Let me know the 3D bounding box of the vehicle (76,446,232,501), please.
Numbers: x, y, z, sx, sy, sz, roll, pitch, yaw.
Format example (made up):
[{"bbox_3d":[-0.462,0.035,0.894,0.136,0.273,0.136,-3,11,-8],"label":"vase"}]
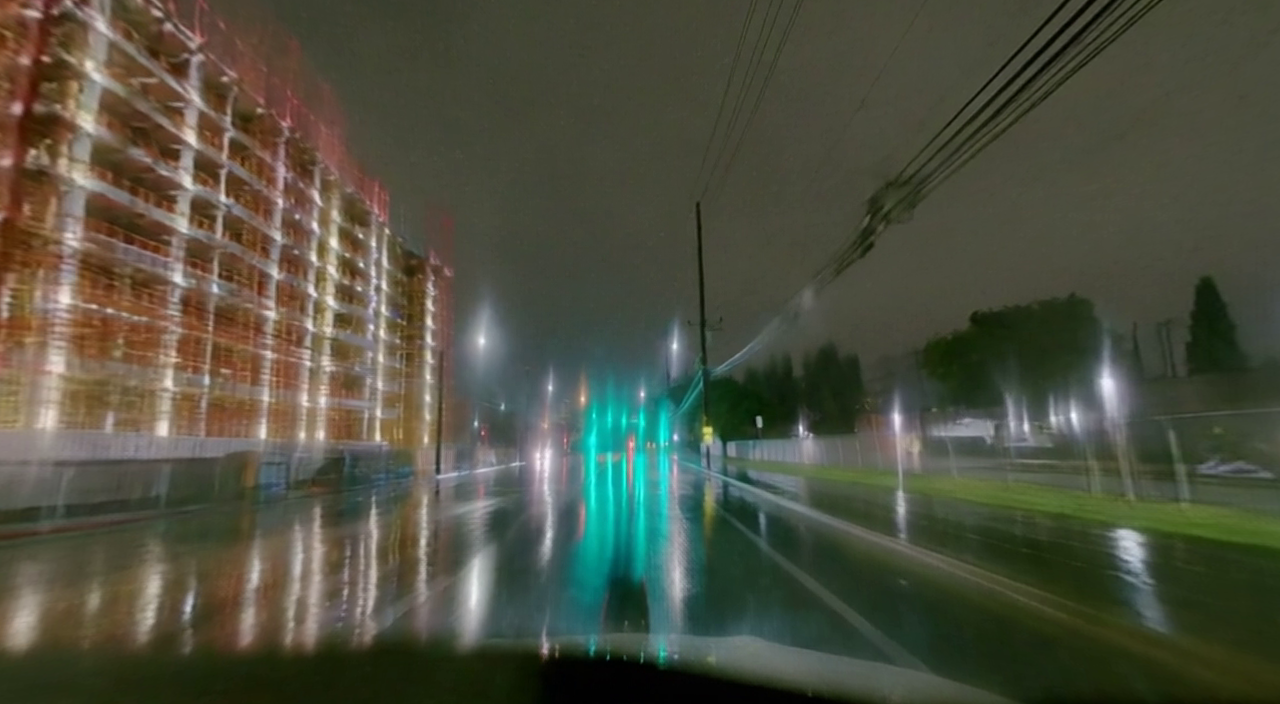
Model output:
[{"bbox_3d":[-20.363,5.092,26.581,4.712,1.927,2.237,-3,-10,0],"label":"vehicle"}]

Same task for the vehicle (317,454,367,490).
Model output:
[{"bbox_3d":[-15.709,6.239,33.078,2.002,1.683,4.664,5,-11,-28],"label":"vehicle"}]
